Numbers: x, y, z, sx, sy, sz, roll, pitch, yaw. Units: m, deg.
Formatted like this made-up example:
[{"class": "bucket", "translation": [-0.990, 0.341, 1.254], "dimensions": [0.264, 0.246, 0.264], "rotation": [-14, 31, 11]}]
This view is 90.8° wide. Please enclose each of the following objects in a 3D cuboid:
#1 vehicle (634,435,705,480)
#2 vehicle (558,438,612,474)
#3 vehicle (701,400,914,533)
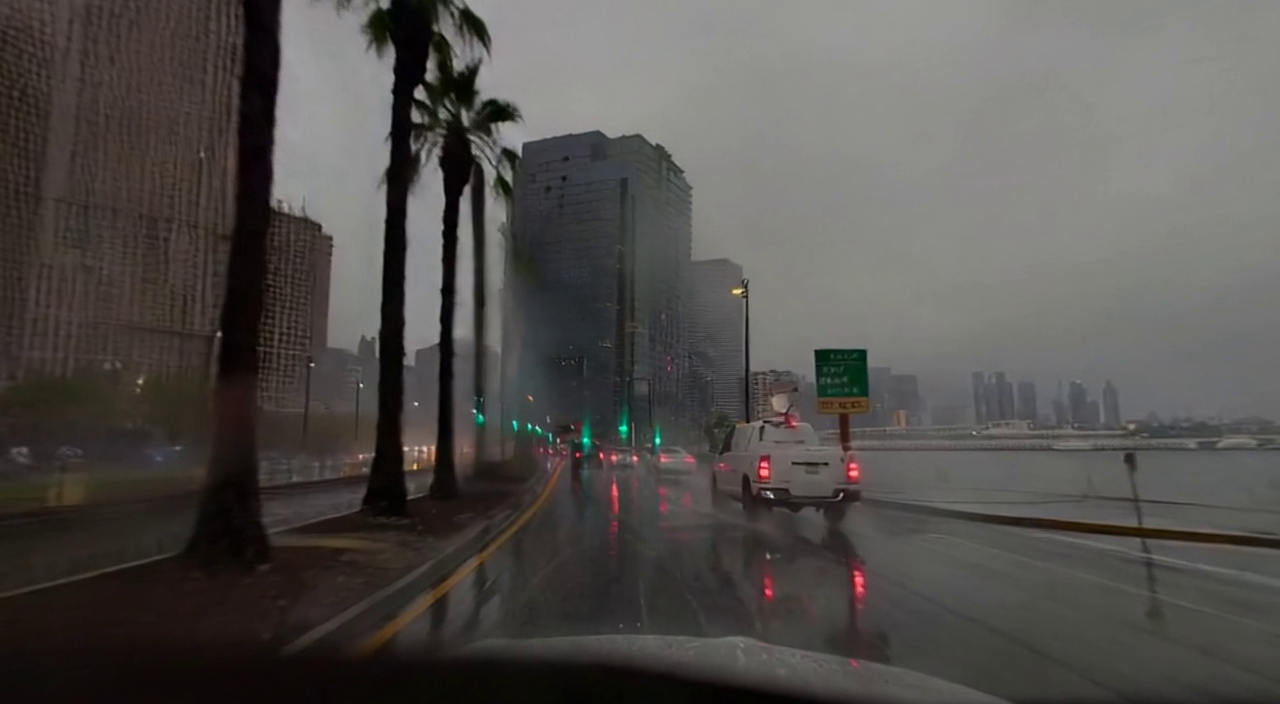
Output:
[{"class": "vehicle", "translation": [1.108, 4.400, 26.585], "dimensions": [2.214, 1.711, 4.474], "rotation": [1, -9, -7]}, {"class": "vehicle", "translation": [-2.846, 5.195, 31.712], "dimensions": [2.332, 1.625, 4.933], "rotation": [1, -9, -9]}, {"class": "vehicle", "translation": [2.799, 2.117, 12.214], "dimensions": [2.407, 1.991, 5.130], "rotation": [0, -9, -4]}]
